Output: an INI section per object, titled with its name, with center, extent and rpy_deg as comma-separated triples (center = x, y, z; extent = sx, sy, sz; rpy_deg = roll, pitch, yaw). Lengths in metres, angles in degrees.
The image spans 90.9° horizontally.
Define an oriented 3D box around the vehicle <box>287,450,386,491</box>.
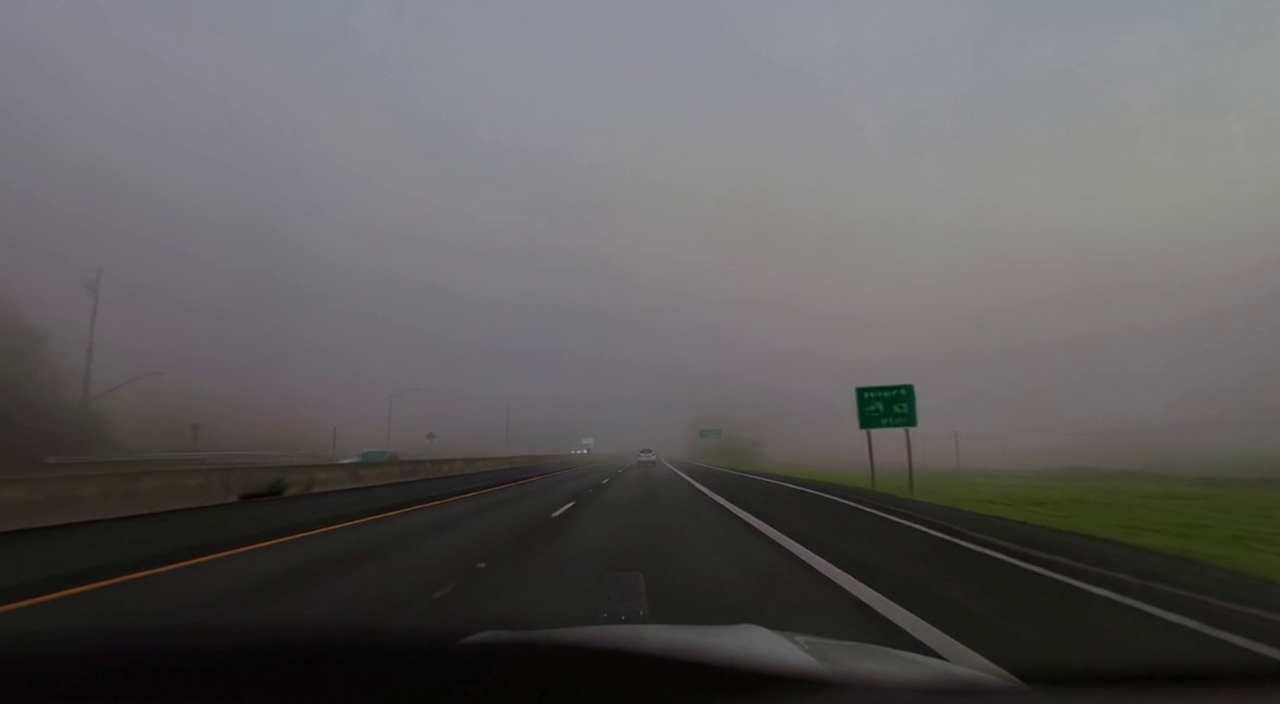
[vehicle]
center = -12.732, 4.985, 26.811
extent = 1.975, 1.543, 4.471
rpy_deg = 0, -9, 0
